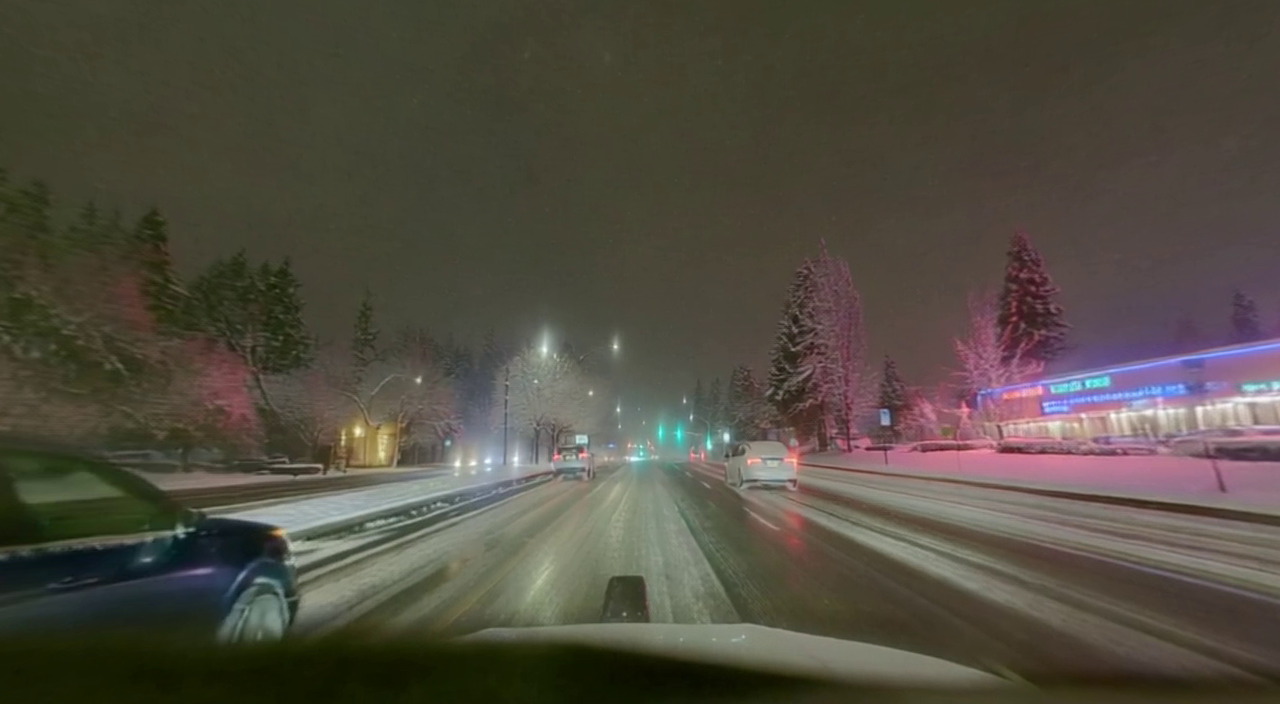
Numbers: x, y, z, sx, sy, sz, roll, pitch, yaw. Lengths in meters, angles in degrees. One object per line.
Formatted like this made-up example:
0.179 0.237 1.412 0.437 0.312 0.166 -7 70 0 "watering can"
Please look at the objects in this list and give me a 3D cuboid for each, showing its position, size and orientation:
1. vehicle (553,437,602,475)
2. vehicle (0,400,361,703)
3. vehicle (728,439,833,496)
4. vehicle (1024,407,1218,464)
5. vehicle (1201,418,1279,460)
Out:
-3.109 5.277 32.195 1.981 1.731 4.360 -1 -8 1 "vehicle"
-3.012 0.887 1.905 2.082 1.460 4.922 0 -8 0 "vehicle"
4.049 3.403 19.095 2.036 1.480 4.659 0 -8 -1 "vehicle"
20.456 3.681 27.543 2.705 2.011 7.332 -3 -8 1 "vehicle"
26.475 3.612 26.145 2.047 1.662 4.510 0 -8 -2 "vehicle"
